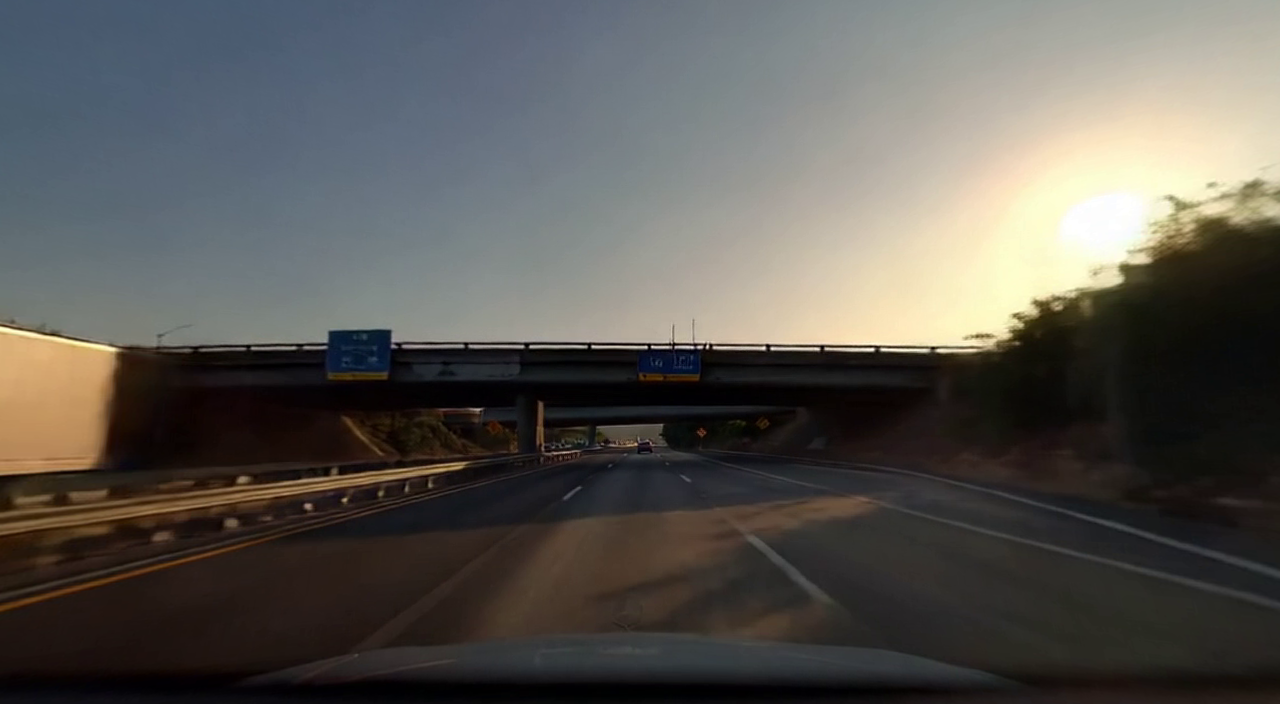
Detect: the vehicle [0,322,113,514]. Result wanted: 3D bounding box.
[{"bbox_3d":[-15.191,0.778,9.125,2.972,4.061,14.035,0,-8,0],"label":"vehicle"}]
